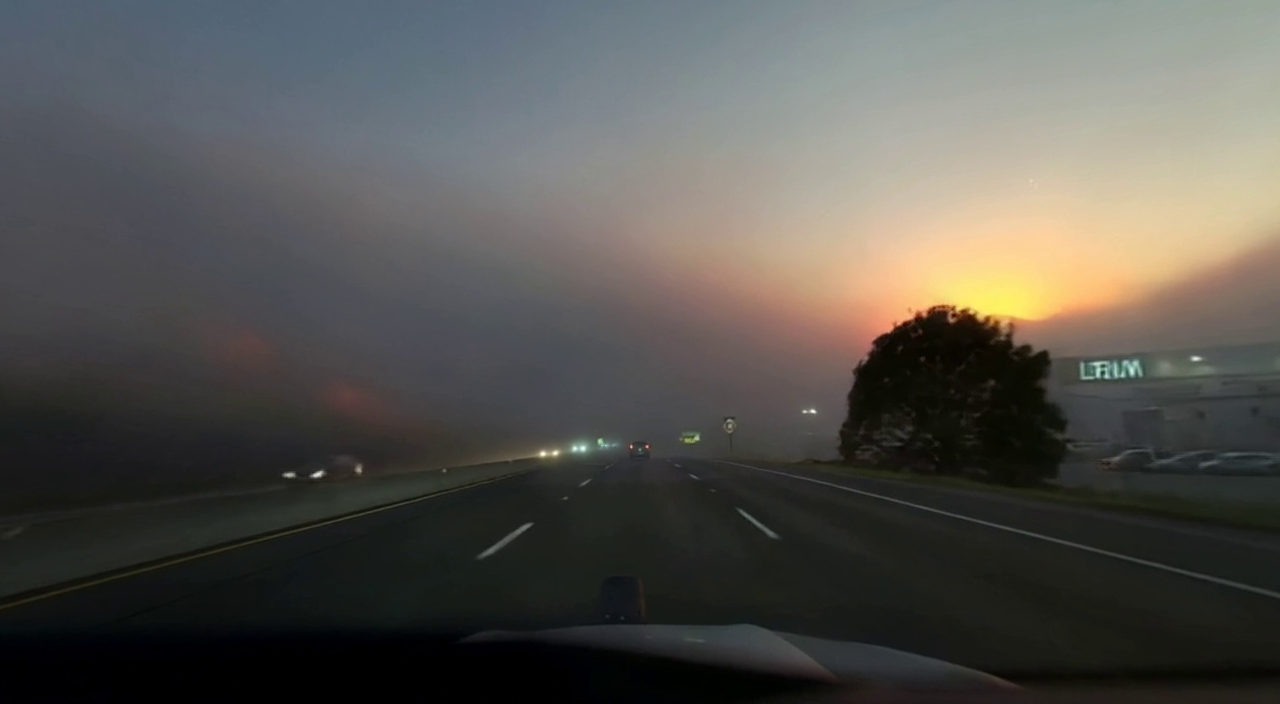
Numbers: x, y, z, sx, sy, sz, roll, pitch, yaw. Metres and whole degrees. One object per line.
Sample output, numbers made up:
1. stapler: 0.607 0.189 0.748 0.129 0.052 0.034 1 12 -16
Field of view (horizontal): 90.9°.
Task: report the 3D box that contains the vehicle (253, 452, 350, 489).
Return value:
1. vehicle: -14.877 5.198 28.054 1.827 1.441 4.388 0 -8 1
